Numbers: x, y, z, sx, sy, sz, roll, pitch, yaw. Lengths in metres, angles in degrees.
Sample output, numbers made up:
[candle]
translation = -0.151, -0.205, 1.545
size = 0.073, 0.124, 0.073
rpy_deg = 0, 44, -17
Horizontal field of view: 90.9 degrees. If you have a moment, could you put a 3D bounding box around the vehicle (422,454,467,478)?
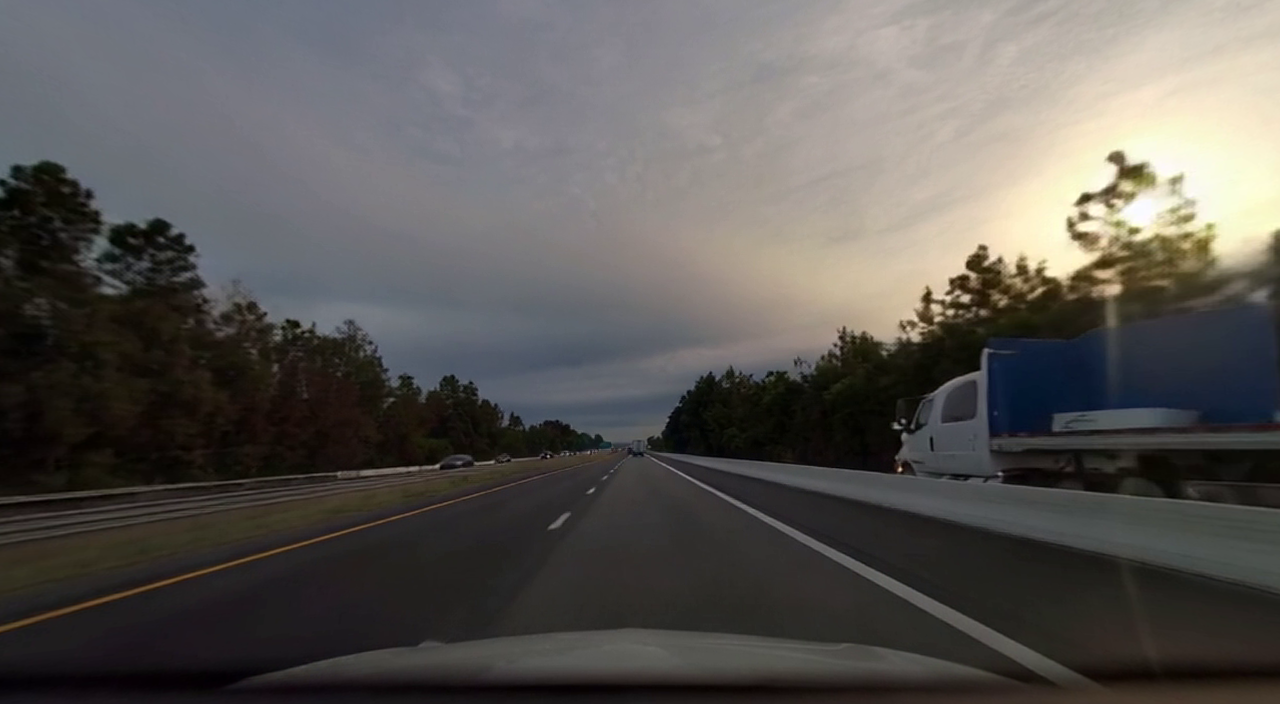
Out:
[vehicle]
translation = -12.872, 7.512, 41.729
size = 1.775, 1.422, 3.753
rpy_deg = 0, -9, -1
